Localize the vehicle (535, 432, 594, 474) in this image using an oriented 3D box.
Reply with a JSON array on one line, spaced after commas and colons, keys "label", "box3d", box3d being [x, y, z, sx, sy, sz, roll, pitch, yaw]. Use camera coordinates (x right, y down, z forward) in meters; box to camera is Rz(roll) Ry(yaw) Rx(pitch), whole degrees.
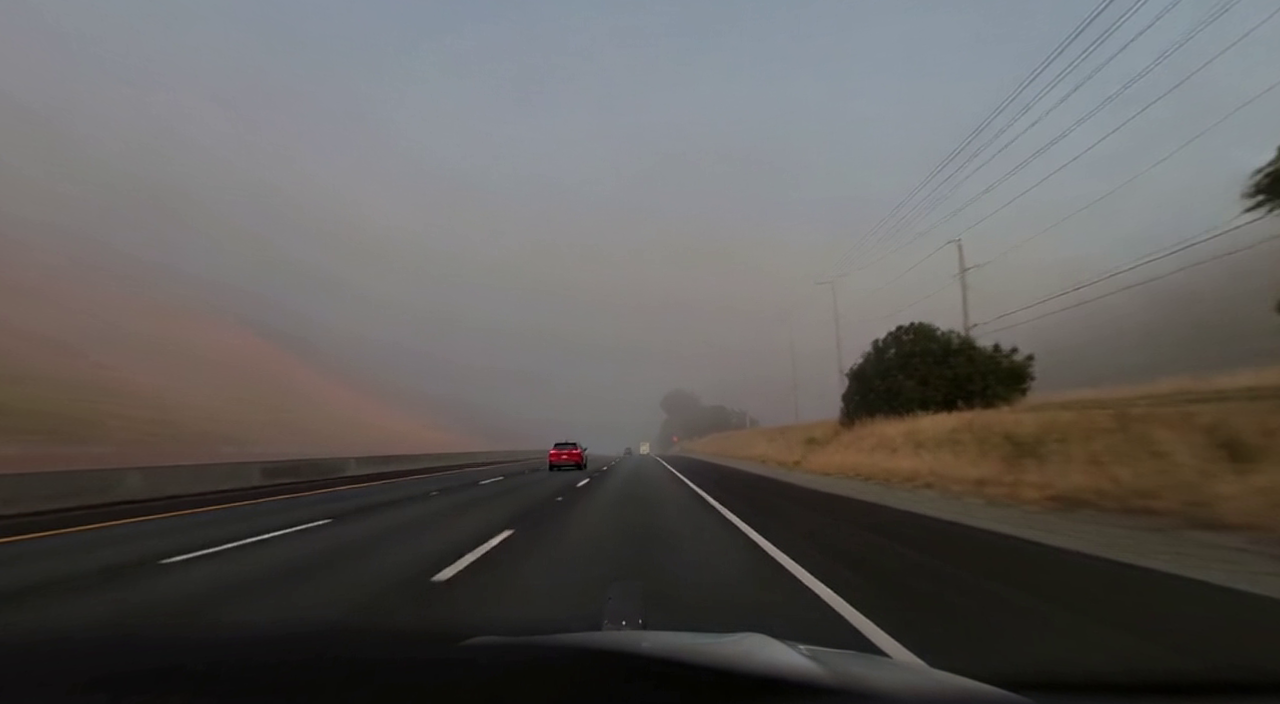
[{"label": "vehicle", "box3d": [-3.482, 4.778, 30.041, 2.136, 1.845, 4.515, 0, -8, 1]}]
